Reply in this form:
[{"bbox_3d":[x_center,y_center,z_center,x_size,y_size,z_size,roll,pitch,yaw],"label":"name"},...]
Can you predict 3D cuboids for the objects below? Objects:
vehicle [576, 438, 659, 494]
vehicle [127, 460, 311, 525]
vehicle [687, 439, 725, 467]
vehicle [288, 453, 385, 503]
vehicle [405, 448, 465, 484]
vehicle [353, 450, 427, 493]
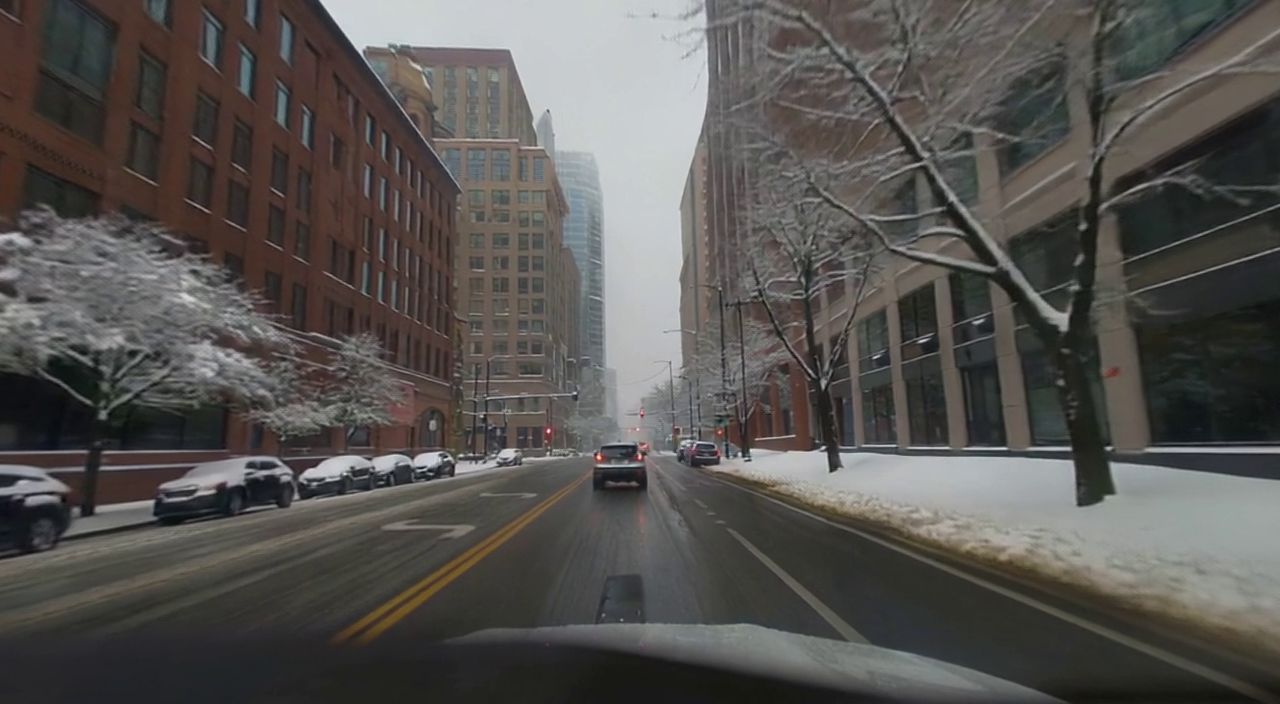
[{"bbox_3d":[-0.639,3.407,19.254,2.269,1.479,3.980,0,-8,-1],"label":"vehicle"},{"bbox_3d":[-11.859,3.944,18.344,1.991,1.507,4.879,0,-8,0],"label":"vehicle"},{"bbox_3d":[4.225,6.532,41.001,1.924,1.645,4.528,-1,-8,-1],"label":"vehicle"},{"bbox_3d":[-12.250,5.076,25.826,1.976,1.577,4.091,-6,-8,-1],"label":"vehicle"},{"bbox_3d":[-12.188,6.759,37.893,2.090,1.784,4.832,-4,-8,-2],"label":"vehicle"},{"bbox_3d":[-12.321,5.883,31.472,1.945,1.712,4.648,-6,-8,-3],"label":"vehicle"}]
